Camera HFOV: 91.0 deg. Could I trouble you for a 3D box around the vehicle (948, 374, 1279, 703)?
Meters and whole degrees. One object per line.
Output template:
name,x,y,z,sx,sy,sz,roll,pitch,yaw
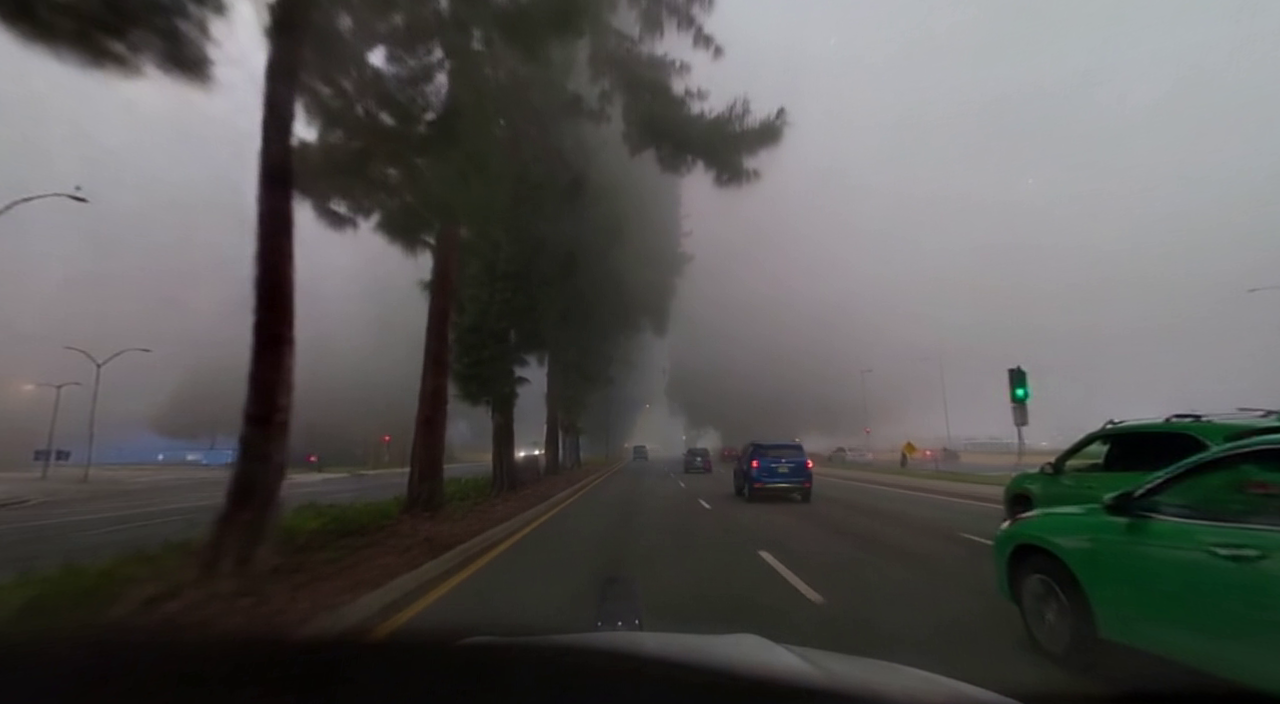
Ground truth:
vehicle,3.189,0.823,1.929,1.932,1.547,4.992,0,-8,0

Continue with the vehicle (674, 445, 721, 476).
vehicle,2.918,5.586,32.808,1.980,1.484,4.093,0,-8,-1

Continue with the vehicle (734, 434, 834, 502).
vehicle,3.944,3.229,17.972,2.075,1.698,4.142,0,-8,3

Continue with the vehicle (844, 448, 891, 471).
vehicle,15.936,7.535,44.272,1.815,1.493,4.135,0,-8,1
